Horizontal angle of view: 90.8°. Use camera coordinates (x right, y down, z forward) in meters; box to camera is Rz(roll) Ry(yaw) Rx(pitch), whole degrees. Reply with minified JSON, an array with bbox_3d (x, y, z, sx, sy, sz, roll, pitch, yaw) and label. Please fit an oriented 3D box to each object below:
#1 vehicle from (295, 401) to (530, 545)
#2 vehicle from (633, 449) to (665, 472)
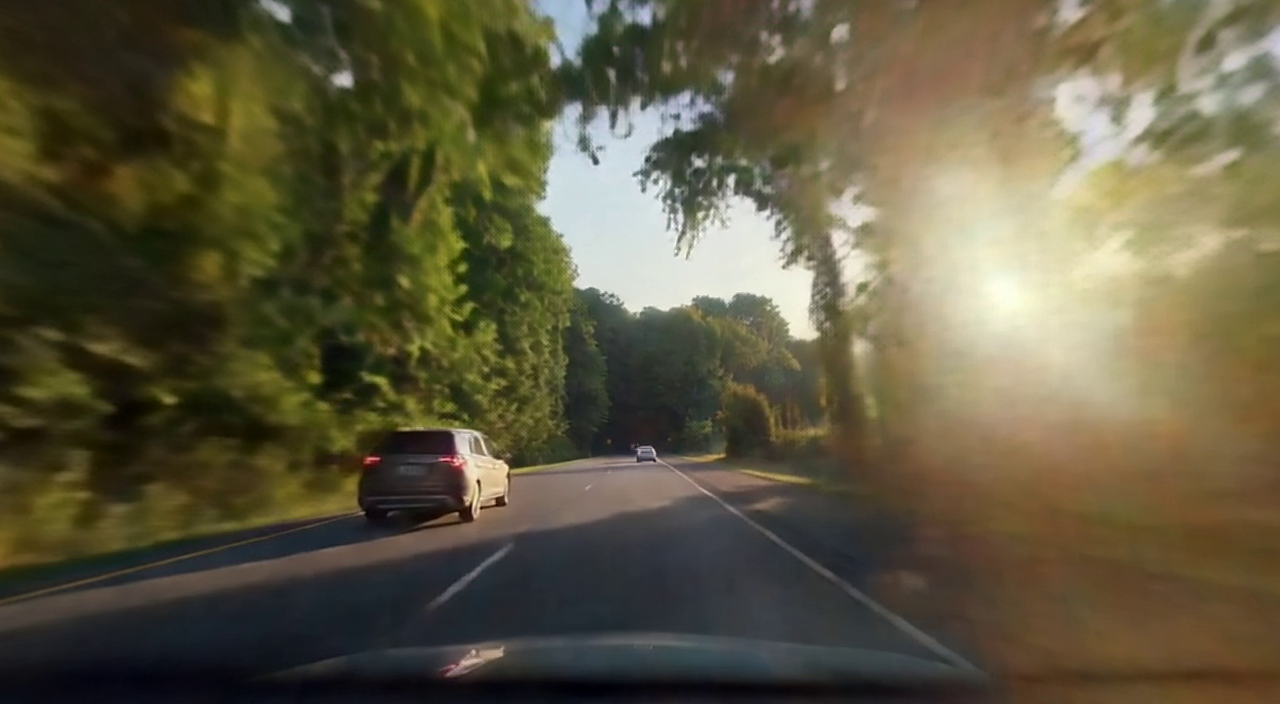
[{"bbox_3d":[-3.690,2.103,11.571,2.418,2.049,4.930,0,-9,0],"label":"vehicle"},{"bbox_3d":[0.573,7.358,43.123,2.046,1.452,4.407,0,-9,-1],"label":"vehicle"}]
